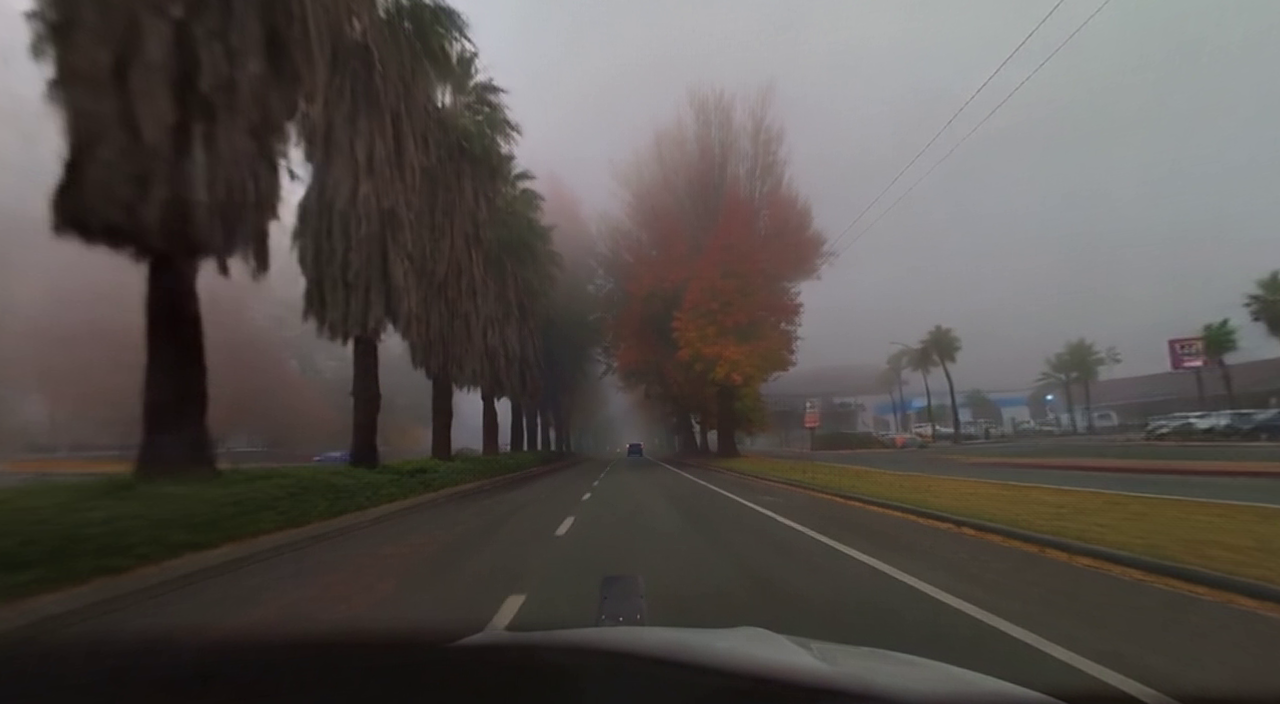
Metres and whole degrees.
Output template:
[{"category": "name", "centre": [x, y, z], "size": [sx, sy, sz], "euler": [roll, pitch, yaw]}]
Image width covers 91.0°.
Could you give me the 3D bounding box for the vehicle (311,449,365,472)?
[{"category": "vehicle", "centre": [-23.285, 8.336, 48.765], "size": [1.994, 1.652, 4.570], "euler": [1, -9, -2]}]
